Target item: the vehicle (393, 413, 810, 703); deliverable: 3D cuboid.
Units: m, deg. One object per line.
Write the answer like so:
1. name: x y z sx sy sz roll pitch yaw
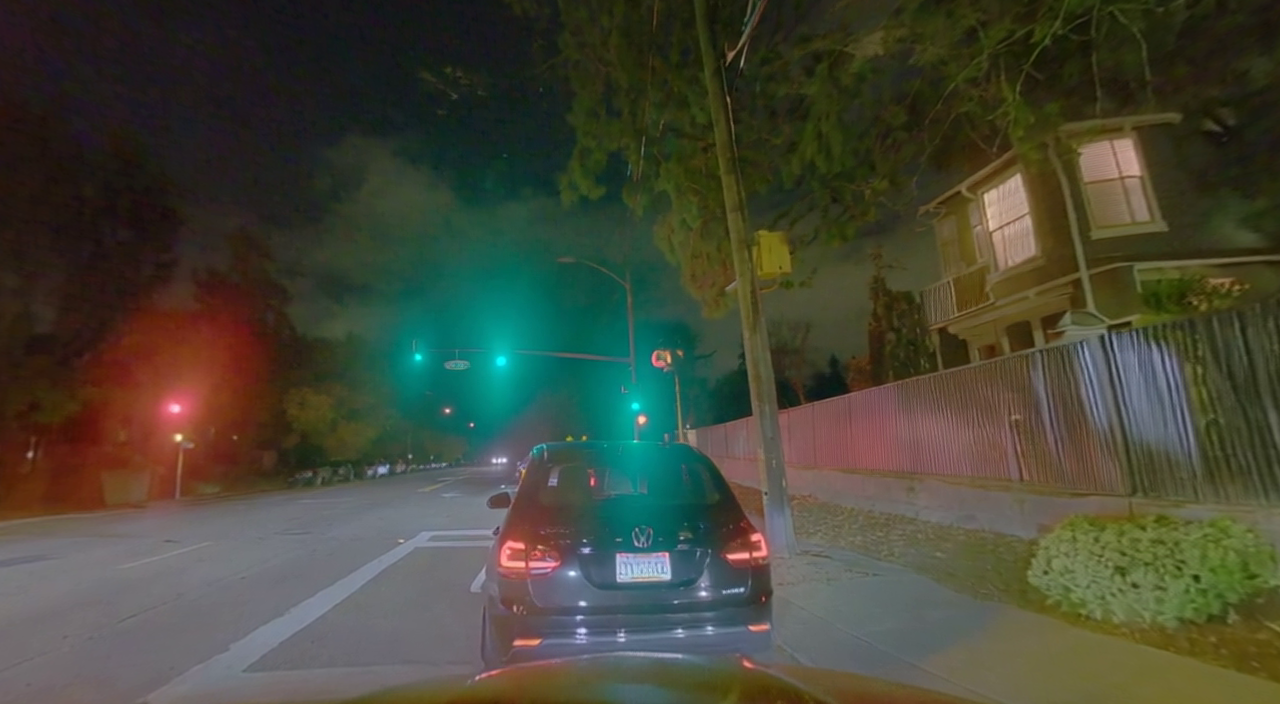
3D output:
1. vehicle: -0.373 1.334 4.974 2.024 1.502 3.702 1 -9 -7
